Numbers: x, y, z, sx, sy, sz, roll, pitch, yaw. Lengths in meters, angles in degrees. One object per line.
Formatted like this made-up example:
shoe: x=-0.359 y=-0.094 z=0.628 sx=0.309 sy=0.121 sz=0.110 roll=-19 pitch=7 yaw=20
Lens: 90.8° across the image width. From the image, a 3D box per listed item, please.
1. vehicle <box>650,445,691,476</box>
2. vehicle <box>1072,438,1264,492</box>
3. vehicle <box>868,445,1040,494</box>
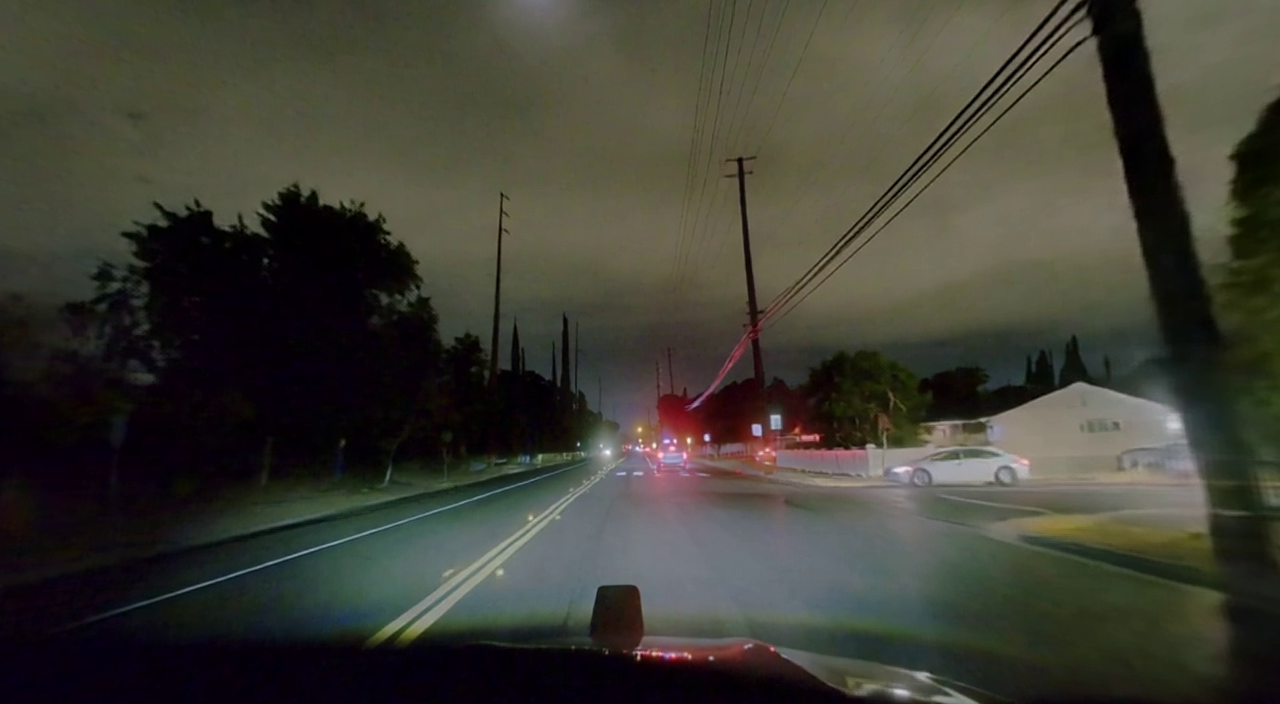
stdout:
vehicle: x=1.518 y=5.599 z=32.722 sx=1.975 sy=1.497 sz=3.647 roll=0 pitch=-9 yaw=0
vehicle: x=17.524 y=3.743 z=21.158 sx=4.566 sy=1.691 sz=1.996 roll=0 pitch=-9 yaw=0
vehicle: x=10.085 y=3.780 z=20.549 sx=4.511 sy=1.473 sz=1.962 roll=0 pitch=-8 yaw=-2
